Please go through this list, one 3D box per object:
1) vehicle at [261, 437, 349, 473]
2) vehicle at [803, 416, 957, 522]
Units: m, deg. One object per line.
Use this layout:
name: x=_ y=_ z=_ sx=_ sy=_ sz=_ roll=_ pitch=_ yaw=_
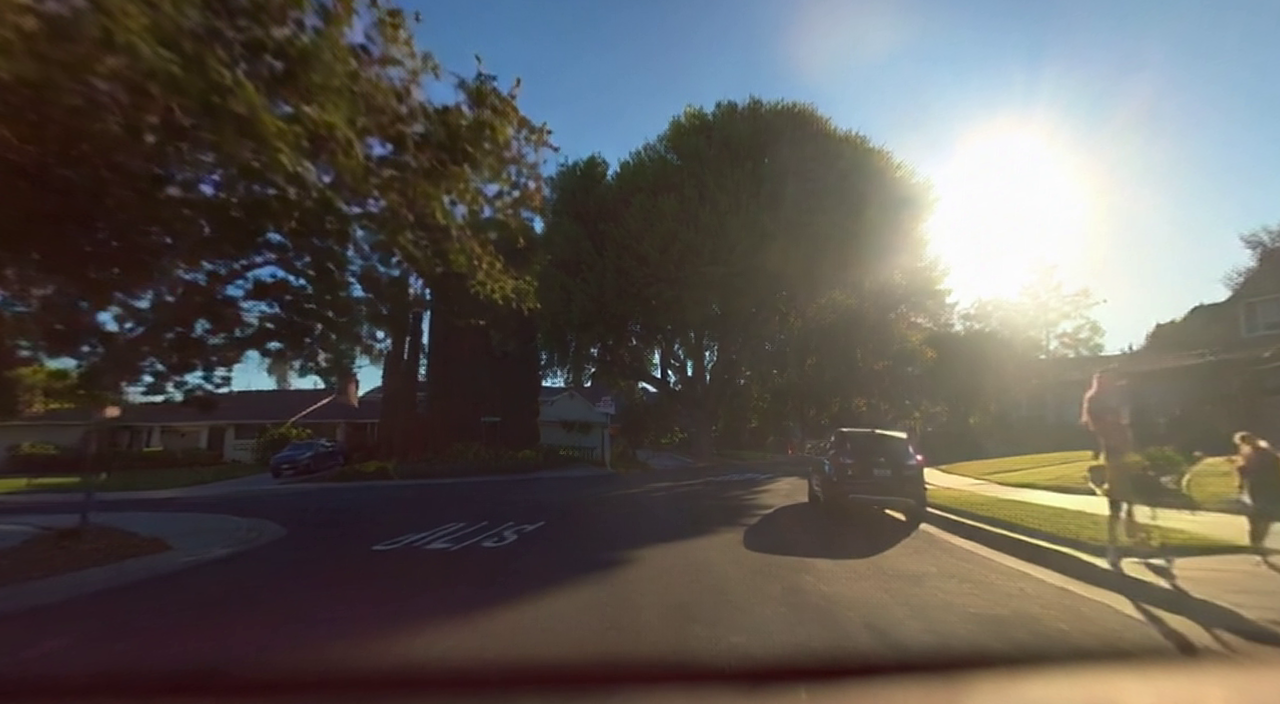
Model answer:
vehicle: x=-18.047 y=5.592 z=34.358 sx=2.021 sy=1.798 sz=4.491 roll=-1 pitch=-9 yaw=5
vehicle: x=4.580 y=2.302 z=12.841 sx=2.053 sy=1.737 sz=4.375 roll=-2 pitch=-9 yaw=9
